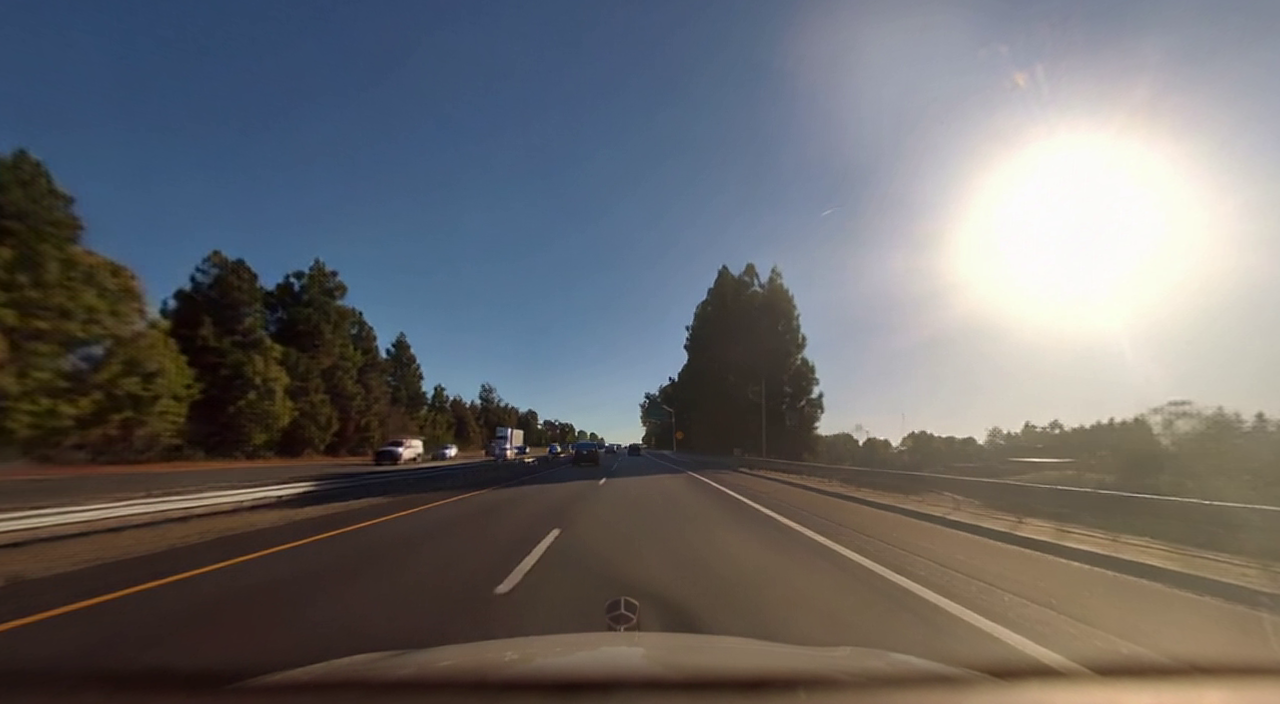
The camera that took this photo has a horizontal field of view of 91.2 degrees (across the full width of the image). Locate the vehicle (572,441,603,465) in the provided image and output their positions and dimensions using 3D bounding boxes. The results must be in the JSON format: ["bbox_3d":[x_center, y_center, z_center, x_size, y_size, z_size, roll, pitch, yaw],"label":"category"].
[{"bbox_3d":[-3.991,7.736,48.132,2.098,1.692,4.038,0,-9,0],"label":"vehicle"}]

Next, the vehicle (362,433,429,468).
[{"bbox_3d":[-14.789,5.983,38.229,2.109,1.954,4.790,-1,-9,1],"label":"vehicle"}]
